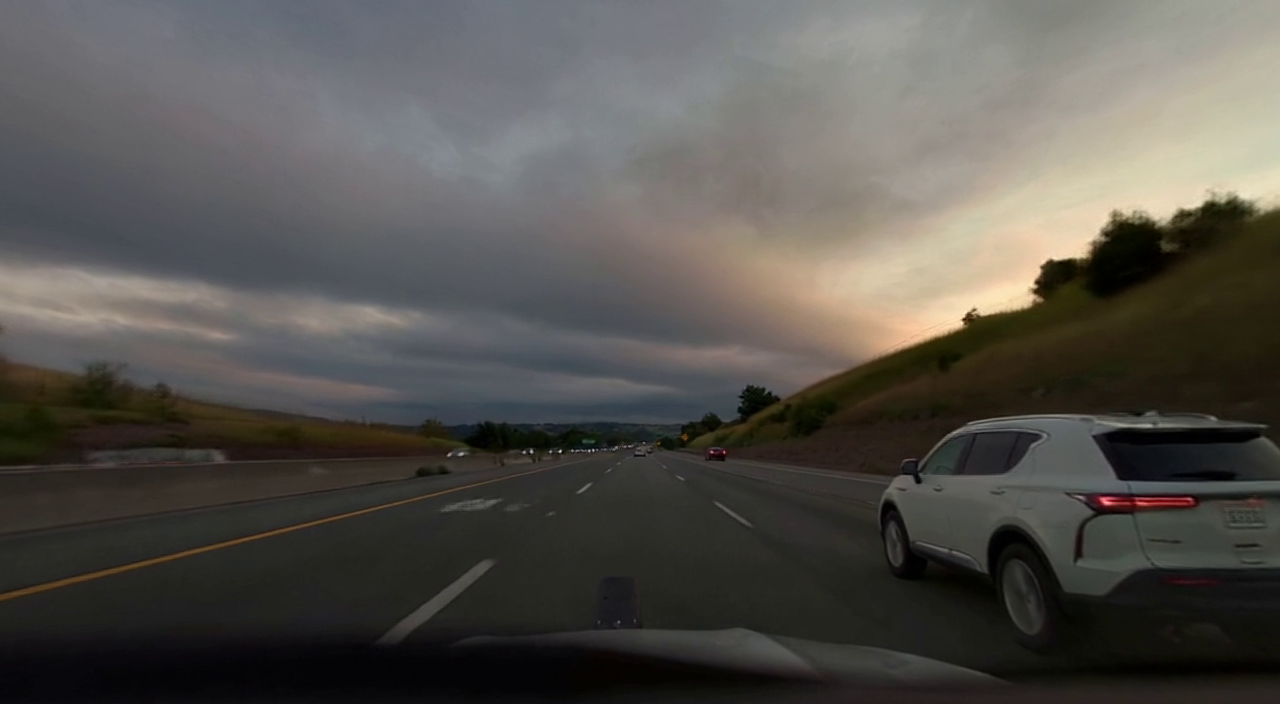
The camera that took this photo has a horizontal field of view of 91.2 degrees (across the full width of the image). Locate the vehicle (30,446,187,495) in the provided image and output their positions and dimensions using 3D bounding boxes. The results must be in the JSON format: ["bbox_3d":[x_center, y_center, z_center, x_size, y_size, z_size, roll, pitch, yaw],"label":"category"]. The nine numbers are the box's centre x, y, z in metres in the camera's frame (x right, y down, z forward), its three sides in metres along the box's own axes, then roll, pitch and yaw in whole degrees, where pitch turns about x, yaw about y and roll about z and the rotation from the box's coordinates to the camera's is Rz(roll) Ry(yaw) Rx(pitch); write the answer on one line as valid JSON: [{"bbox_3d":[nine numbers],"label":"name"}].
[{"bbox_3d":[-18.761,4.162,22.445,1.667,1.535,4.471,0,-9,1],"label":"vehicle"}]

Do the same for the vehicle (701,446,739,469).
[{"bbox_3d":[5.963,7.913,47.185,2.006,1.652,4.417,0,-9,-3],"label":"vehicle"}]

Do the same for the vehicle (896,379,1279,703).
[{"bbox_3d":[3.466,1.223,4.085,1.784,1.733,4.141,0,-9,0],"label":"vehicle"}]
